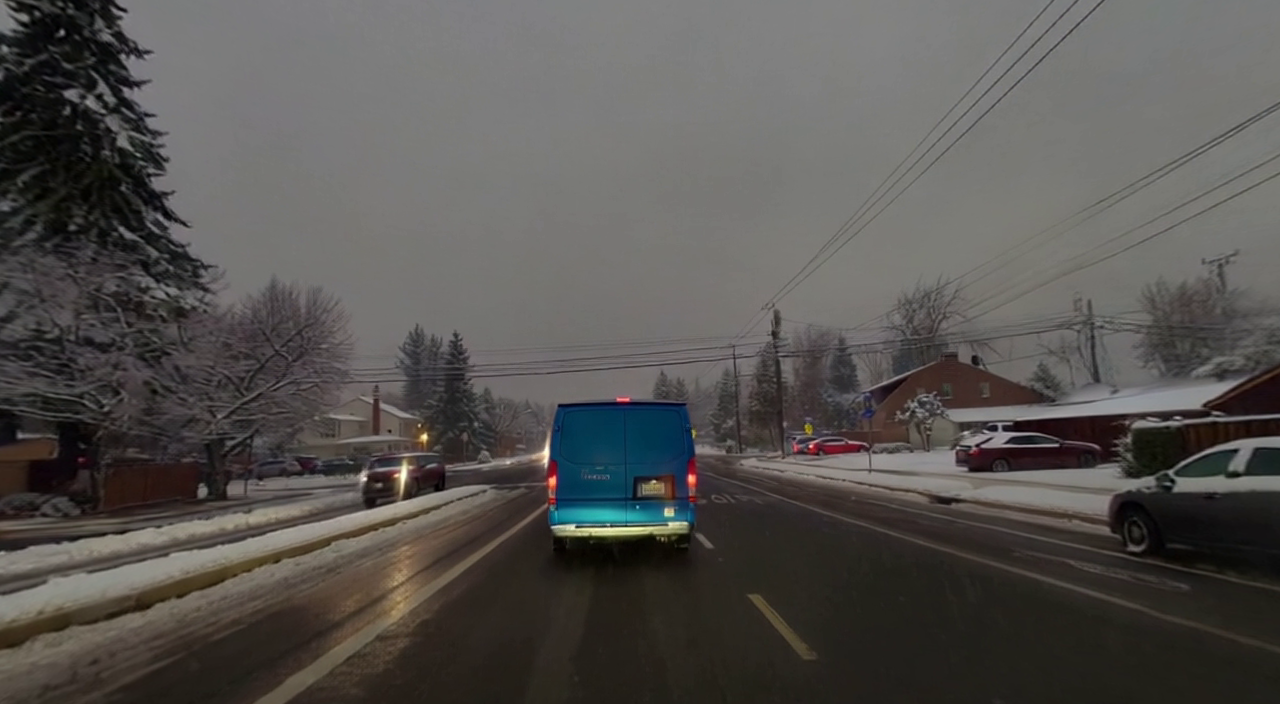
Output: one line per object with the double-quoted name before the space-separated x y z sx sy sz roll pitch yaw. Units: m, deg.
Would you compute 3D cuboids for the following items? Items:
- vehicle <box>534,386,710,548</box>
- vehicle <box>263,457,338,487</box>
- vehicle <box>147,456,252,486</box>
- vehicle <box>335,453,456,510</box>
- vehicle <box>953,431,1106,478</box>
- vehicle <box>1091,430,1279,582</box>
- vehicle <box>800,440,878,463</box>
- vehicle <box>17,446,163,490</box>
"vehicle" -0.369 1.896 10.965 2.342 2.142 4.809 0 -9 -3
"vehicle" -18.479 6.540 34.567 1.816 1.445 4.120 0 -9 0
"vehicle" -27.470 7.396 39.502 4.972 1.776 2.057 0 -9 -1
"vehicle" -7.397 3.930 19.659 1.962 1.481 4.434 0 -9 0
"vehicle" 13.125 3.466 21.472 3.916 1.517 1.887 0 -9 -2
"vehicle" 7.328 1.586 6.660 1.883 1.504 4.220 0 -9 -2
"vehicle" 13.086 6.580 41.732 4.483 1.463 1.805 0 -9 -1
"vehicle" -26.946 5.679 31.113 5.026 2.017 2.215 0 -9 -1
